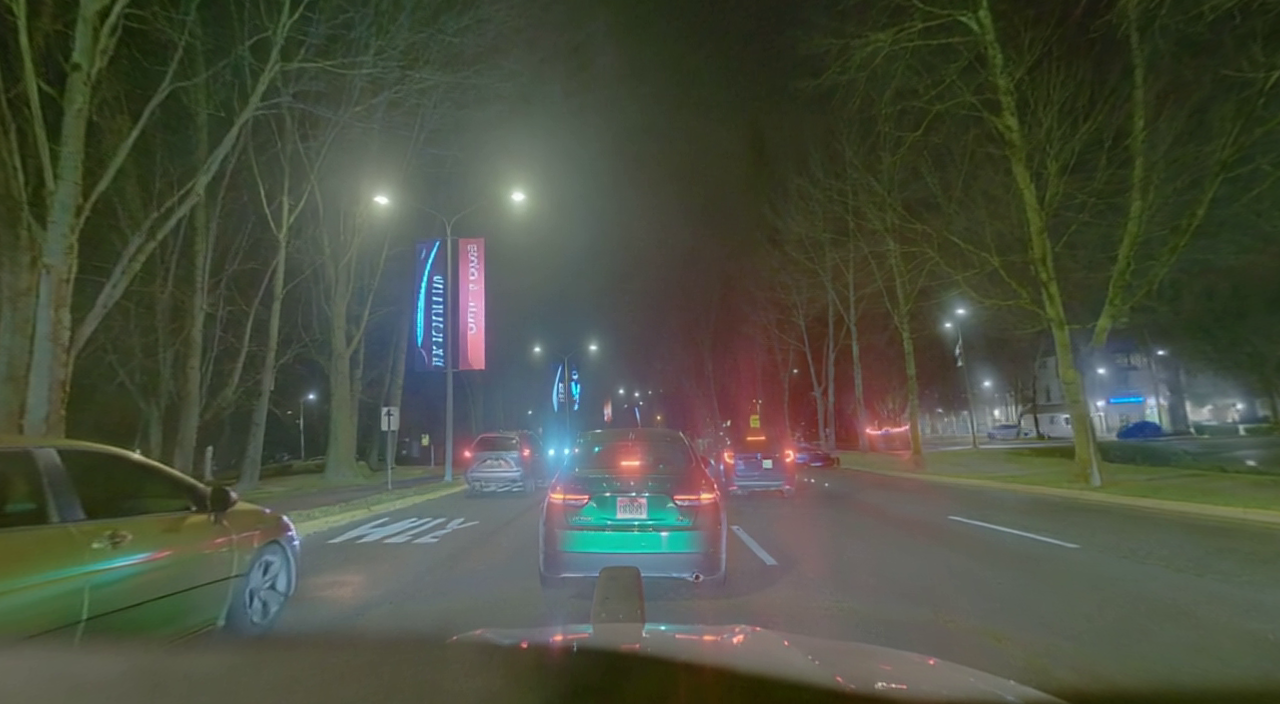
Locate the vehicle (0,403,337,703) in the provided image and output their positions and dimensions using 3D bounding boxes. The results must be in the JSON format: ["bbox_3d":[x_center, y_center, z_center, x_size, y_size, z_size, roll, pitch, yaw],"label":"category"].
[{"bbox_3d":[-3.490,1.020,2.933,1.961,1.487,4.453,0,-8,0],"label":"vehicle"}]

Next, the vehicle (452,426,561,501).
[{"bbox_3d":[-3.431,2.957,17.099,2.046,1.751,4.208,0,-8,-1],"label":"vehicle"}]

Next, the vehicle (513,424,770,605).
[{"bbox_3d":[-0.048,1.640,7.290,2.126,1.475,3.967,0,-8,-2],"label":"vehicle"}]
